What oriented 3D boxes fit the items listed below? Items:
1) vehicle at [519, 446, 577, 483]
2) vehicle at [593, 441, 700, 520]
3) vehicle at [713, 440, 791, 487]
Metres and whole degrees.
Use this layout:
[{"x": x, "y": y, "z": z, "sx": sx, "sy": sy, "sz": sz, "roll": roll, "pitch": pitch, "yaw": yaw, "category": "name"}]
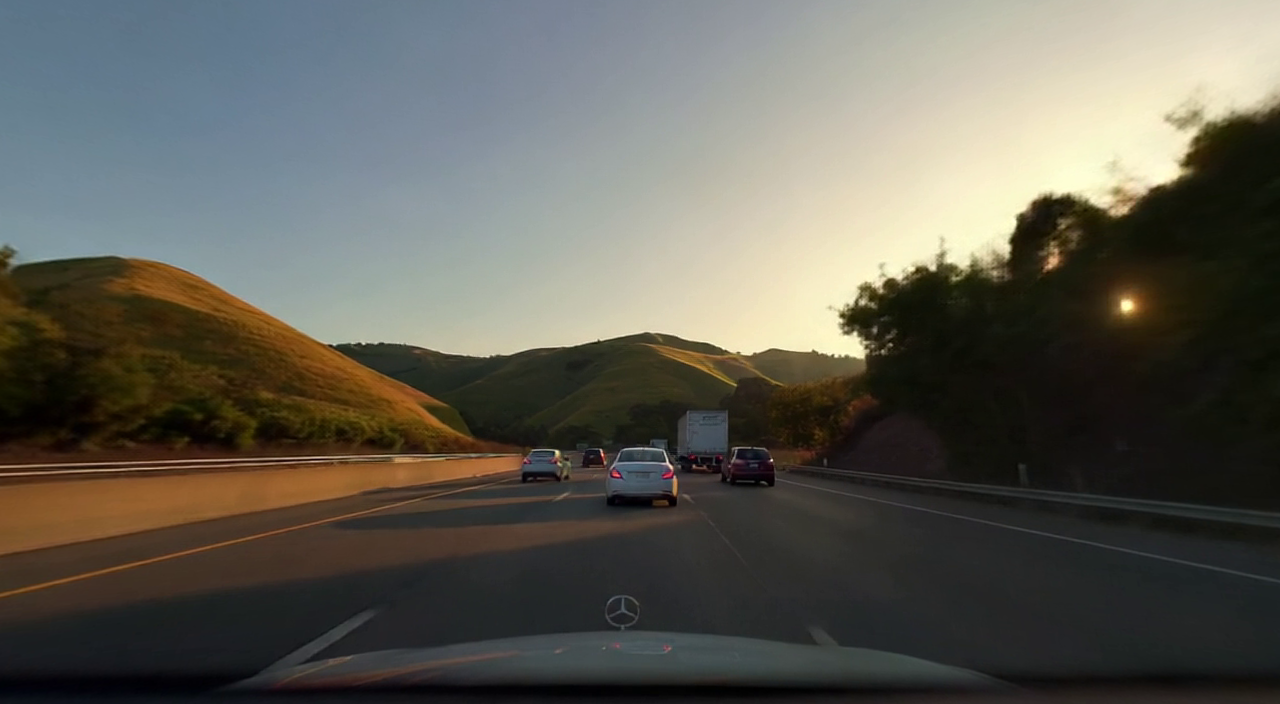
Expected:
[{"x": -3.910, "y": 4.855, "z": 27.391, "sx": 1.848, "sy": 1.486, "sz": 3.832, "roll": -1, "pitch": -9, "yaw": 2, "category": "vehicle"}, {"x": 0.128, "y": 2.739, "z": 13.896, "sx": 2.041, "sy": 1.484, "sz": 3.535, "roll": 0, "pitch": -9, "yaw": 0, "category": "vehicle"}, {"x": 4.075, "y": 4.145, "z": 23.656, "sx": 2.029, "sy": 1.579, "sz": 4.484, "roll": 0, "pitch": -9, "yaw": -1, "category": "vehicle"}]
